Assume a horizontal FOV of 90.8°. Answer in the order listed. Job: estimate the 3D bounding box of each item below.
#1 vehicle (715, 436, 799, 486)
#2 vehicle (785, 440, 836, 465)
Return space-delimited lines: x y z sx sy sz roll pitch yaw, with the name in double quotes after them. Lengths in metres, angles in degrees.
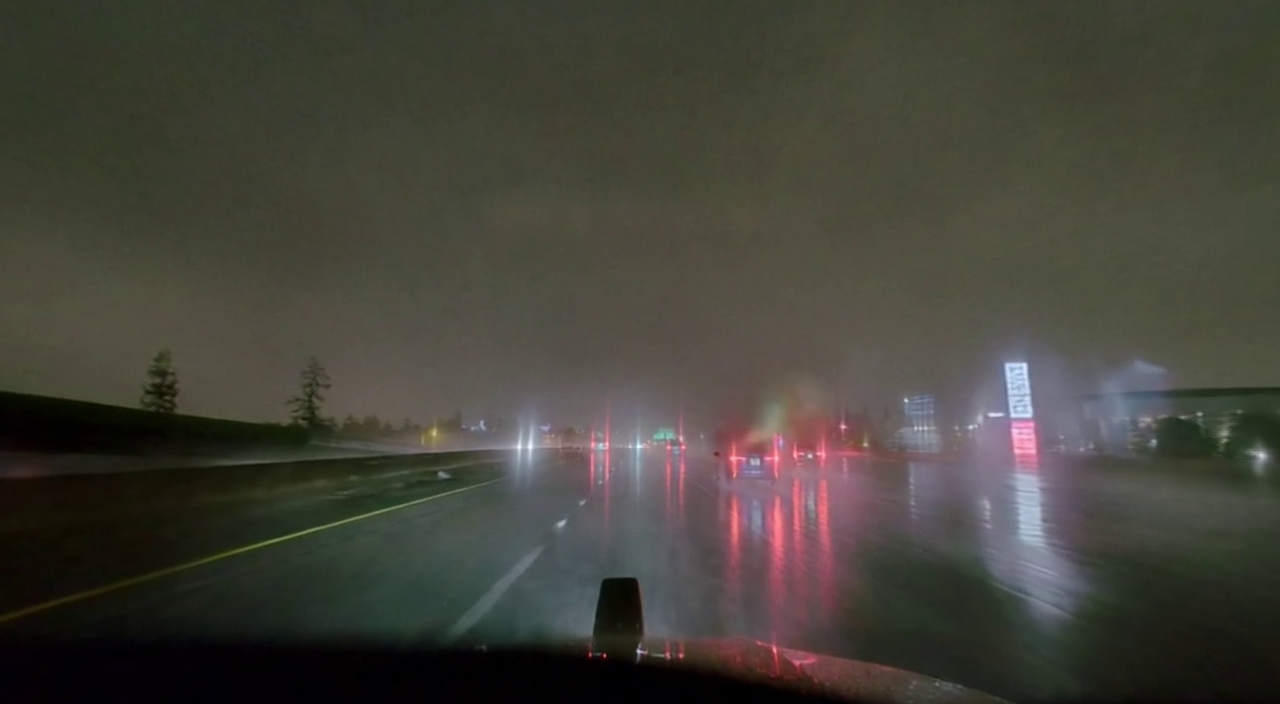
3.840 3.647 21.480 1.961 1.504 4.094 0 -8 -1 "vehicle"
11.104 6.571 41.468 2.019 1.529 4.385 0 -8 -1 "vehicle"
